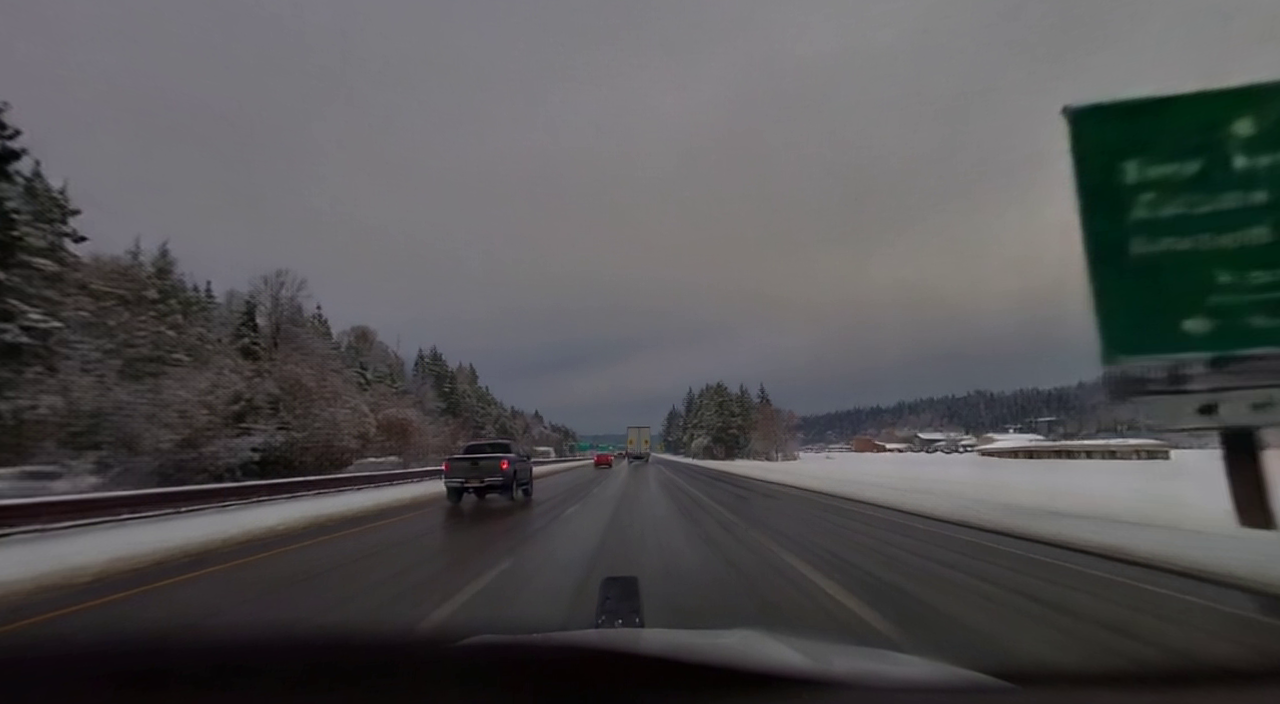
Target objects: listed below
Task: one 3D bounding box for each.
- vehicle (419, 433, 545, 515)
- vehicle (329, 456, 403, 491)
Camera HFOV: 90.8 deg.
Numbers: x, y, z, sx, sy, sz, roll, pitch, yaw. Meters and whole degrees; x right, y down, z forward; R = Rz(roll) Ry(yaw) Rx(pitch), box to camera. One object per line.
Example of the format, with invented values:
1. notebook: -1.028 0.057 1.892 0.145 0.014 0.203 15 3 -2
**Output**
1. vehicle: -3.925 3.140 16.676 2.079 1.845 4.654 0 -9 1
2. vehicle: -12.731 5.637 29.574 1.794 1.503 3.666 0 -9 0
